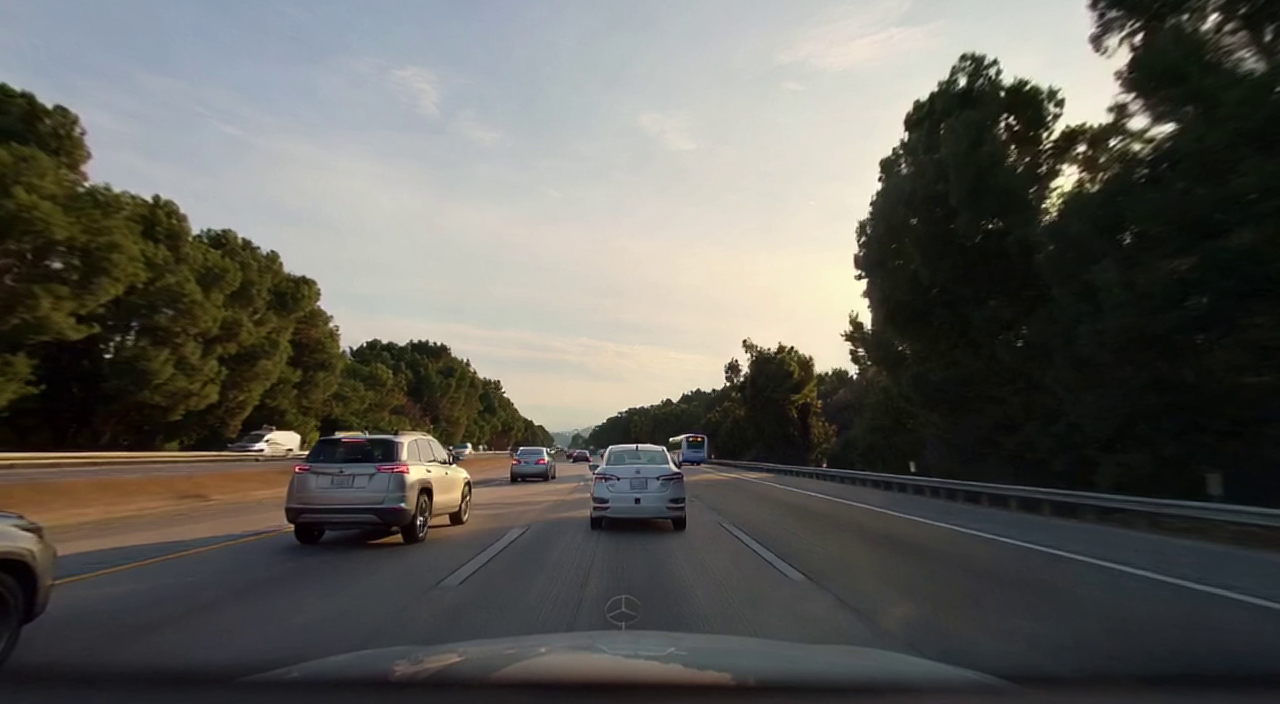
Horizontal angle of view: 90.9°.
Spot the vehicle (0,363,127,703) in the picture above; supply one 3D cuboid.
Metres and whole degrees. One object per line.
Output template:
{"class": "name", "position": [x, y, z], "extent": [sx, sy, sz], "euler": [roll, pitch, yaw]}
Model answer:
{"class": "vehicle", "position": [-4.203, 0.666, 1.558], "extent": [1.919, 1.714, 4.690], "euler": [0, -9, -1]}

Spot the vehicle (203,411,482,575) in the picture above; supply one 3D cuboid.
{"class": "vehicle", "position": [-3.663, 1.808, 8.777], "extent": [1.830, 1.703, 4.142], "euler": [0, -9, 0]}

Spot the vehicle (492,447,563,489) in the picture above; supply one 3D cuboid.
{"class": "vehicle", "position": [-4.333, 4.535, 24.940], "extent": [2.122, 1.491, 3.800], "euler": [0, -9, 0]}

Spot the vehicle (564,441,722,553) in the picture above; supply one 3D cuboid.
{"class": "vehicle", "position": [-0.011, 2.294, 10.661], "extent": [2.120, 1.478, 4.179], "euler": [0, -9, -2]}
